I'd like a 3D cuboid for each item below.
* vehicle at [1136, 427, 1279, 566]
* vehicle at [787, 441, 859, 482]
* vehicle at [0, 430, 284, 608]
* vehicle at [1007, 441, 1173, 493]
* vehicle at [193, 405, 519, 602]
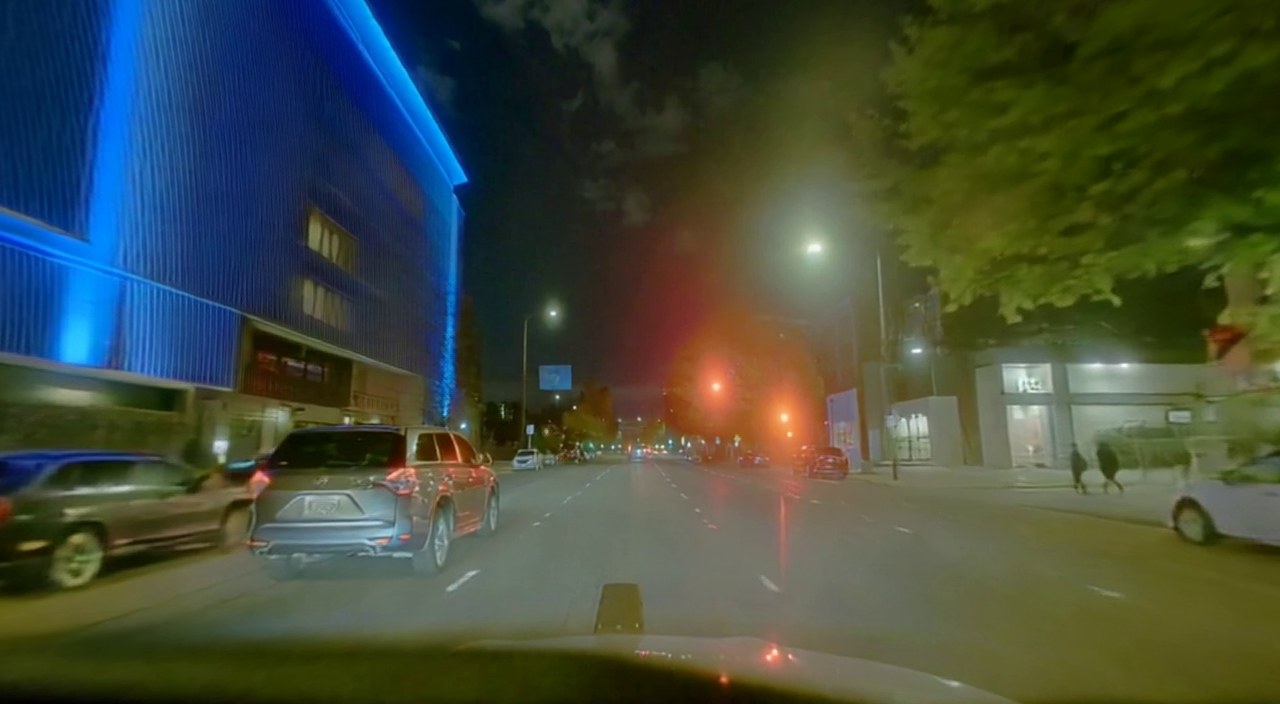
[{"bbox_3d":[9.029,1.871,7.824,2.005,1.726,4.658,5,-8,-1],"label":"vehicle"},{"bbox_3d":[9.329,5.607,32.726,2.129,1.929,5.537,-1,-8,1],"label":"vehicle"},{"bbox_3d":[-6.873,1.931,8.278,1.825,1.679,4.336,-1,-8,1],"label":"vehicle"},{"bbox_3d":[17.118,4.375,24.229,4.693,1.827,2.098,0,-9,0],"label":"vehicle"},{"bbox_3d":[-2.999,1.699,7.967,2.002,1.756,4.366,-1,-8,1],"label":"vehicle"}]
